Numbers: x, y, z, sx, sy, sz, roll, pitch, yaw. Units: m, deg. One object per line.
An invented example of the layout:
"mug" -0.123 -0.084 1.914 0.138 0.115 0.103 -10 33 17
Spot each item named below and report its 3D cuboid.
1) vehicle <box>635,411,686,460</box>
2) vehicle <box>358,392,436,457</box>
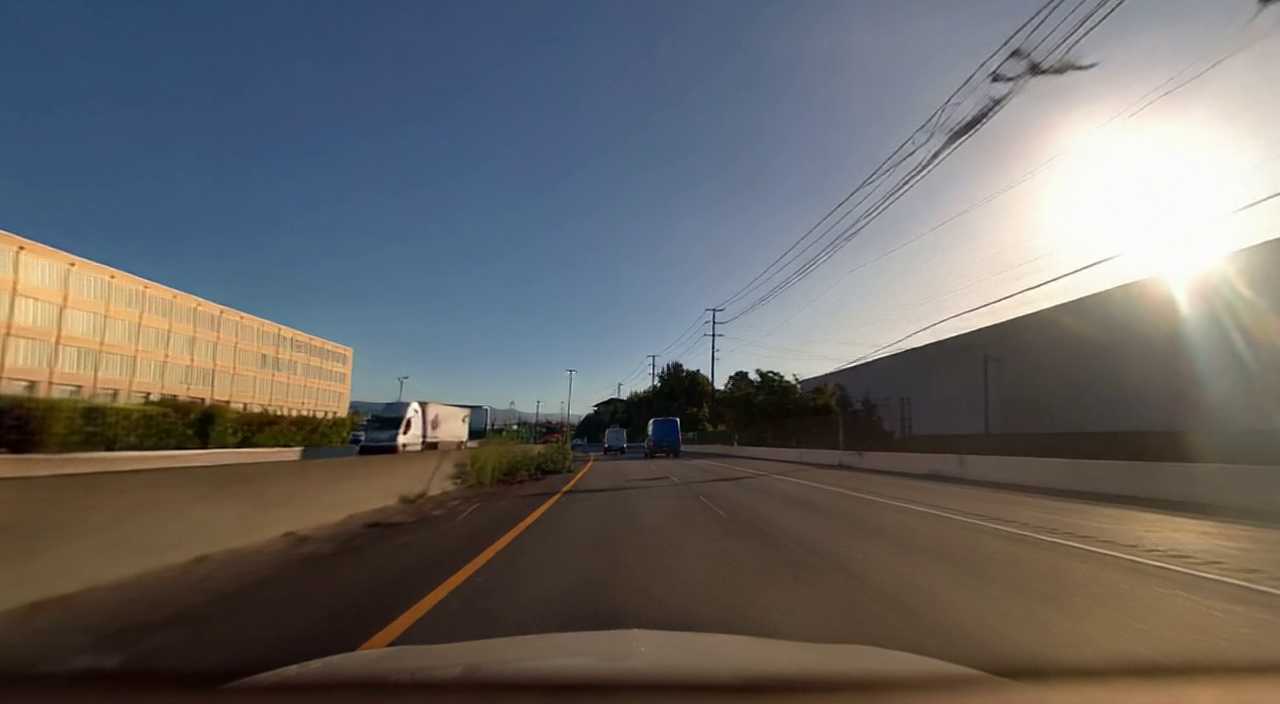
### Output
"vehicle" 1.317 5.825 43.752 2.713 3.140 6.640 0 -8 -5
"vehicle" -16.119 4.932 42.305 2.980 4.019 6.068 -1 -8 -3
